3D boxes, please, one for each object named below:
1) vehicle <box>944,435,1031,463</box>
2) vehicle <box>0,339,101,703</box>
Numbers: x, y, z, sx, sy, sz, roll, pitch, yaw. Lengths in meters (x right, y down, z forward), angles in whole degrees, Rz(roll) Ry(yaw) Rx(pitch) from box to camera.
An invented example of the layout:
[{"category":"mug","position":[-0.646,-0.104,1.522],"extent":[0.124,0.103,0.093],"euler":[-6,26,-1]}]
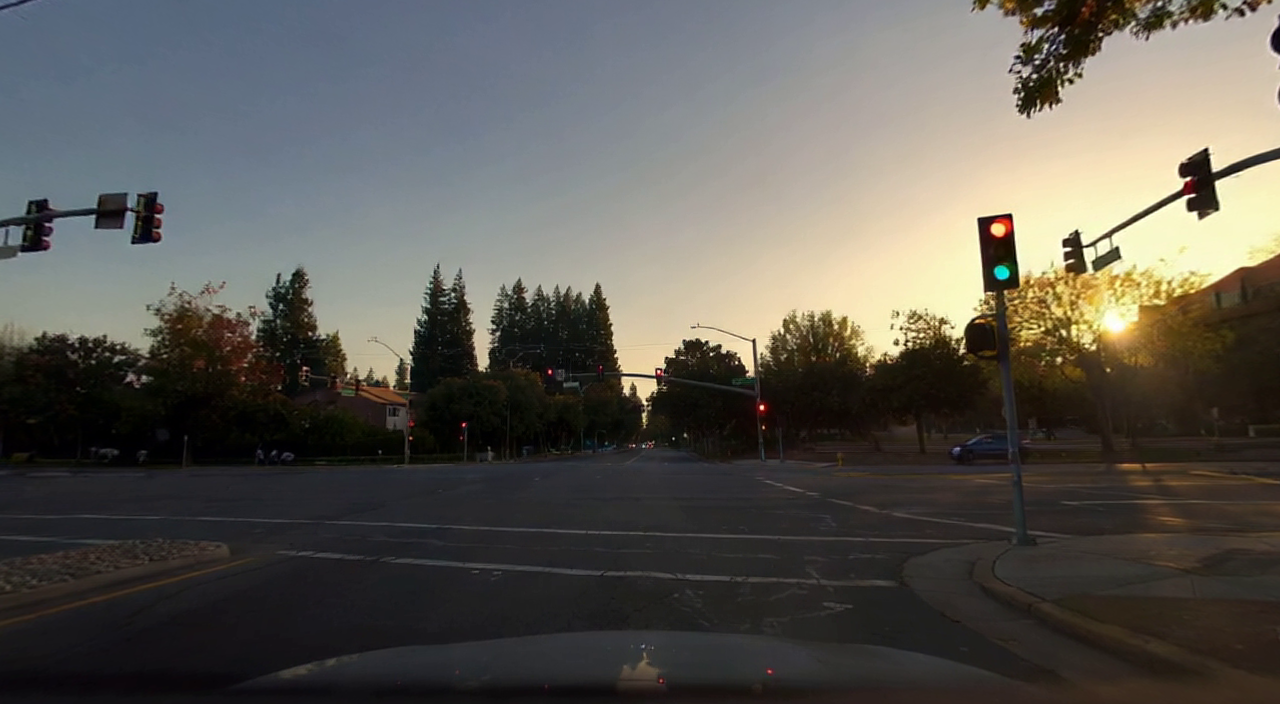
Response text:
[{"category":"vehicle","position":[18.903,5.290,34.480],"extent":[3.952,1.468,1.768],"euler":[-4,-9,22]},{"category":"vehicle","position":[-3.264,0.532,0.410],"extent":[1.954,1.689,4.347],"euler":[0,-8,0]}]
